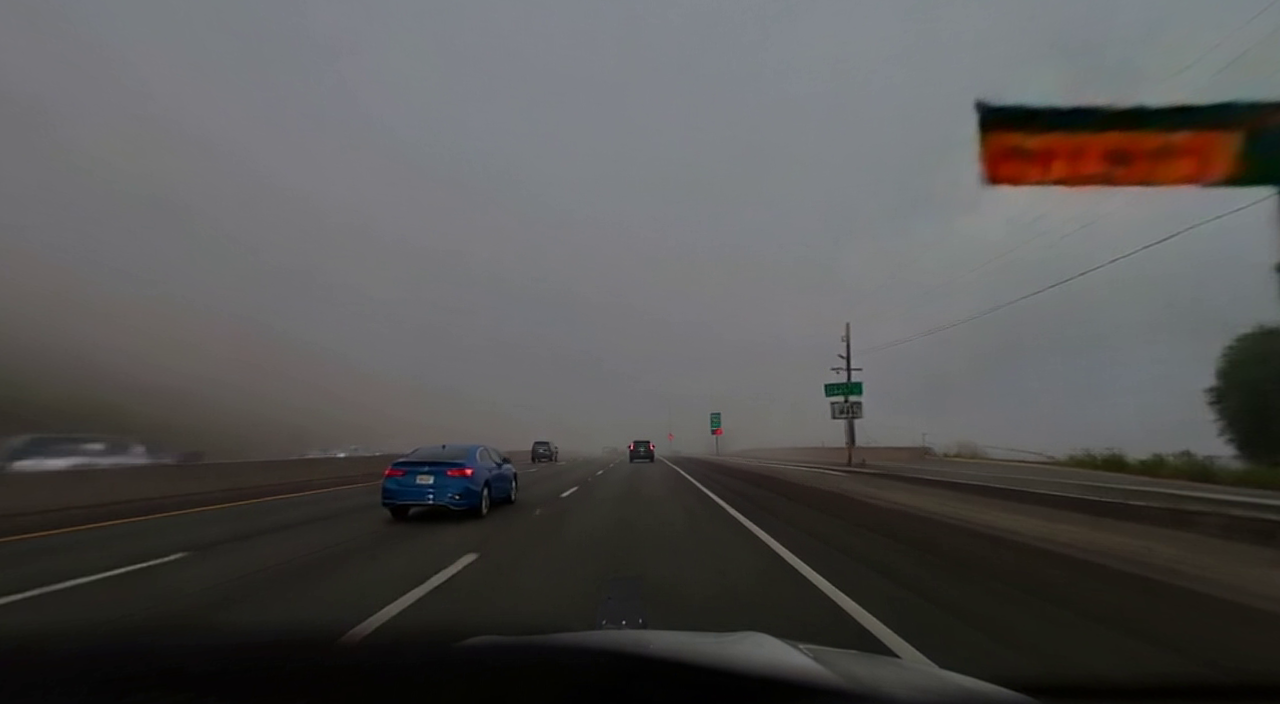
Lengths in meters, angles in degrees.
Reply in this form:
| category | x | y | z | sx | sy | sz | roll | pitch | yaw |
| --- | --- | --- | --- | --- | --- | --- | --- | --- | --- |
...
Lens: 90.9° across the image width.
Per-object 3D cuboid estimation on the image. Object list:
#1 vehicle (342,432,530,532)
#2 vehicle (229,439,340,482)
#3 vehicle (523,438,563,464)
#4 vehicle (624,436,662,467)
| category | x | y | z | sx | sy | sz | roll | pitch | yaw |
| --- | --- | --- | --- | --- | --- | --- | --- | --- | --- |
| vehicle | -3.582 | 2.361 | 12.206 | 1.967 | 1.517 | 4.808 | -1 | -8 | 1 |
| vehicle | -14.504 | 4.431 | 26.073 | 2.047 | 1.608 | 4.257 | 0 | -8 | 1 |
| vehicle | -7.015 | 7.197 | 46.152 | 2.091 | 1.775 | 4.601 | -1 | -8 | 1 |
| vehicle | 0.159 | 6.089 | 38.713 | 2.194 | 1.737 | 4.127 | 0 | -8 | -1 |
